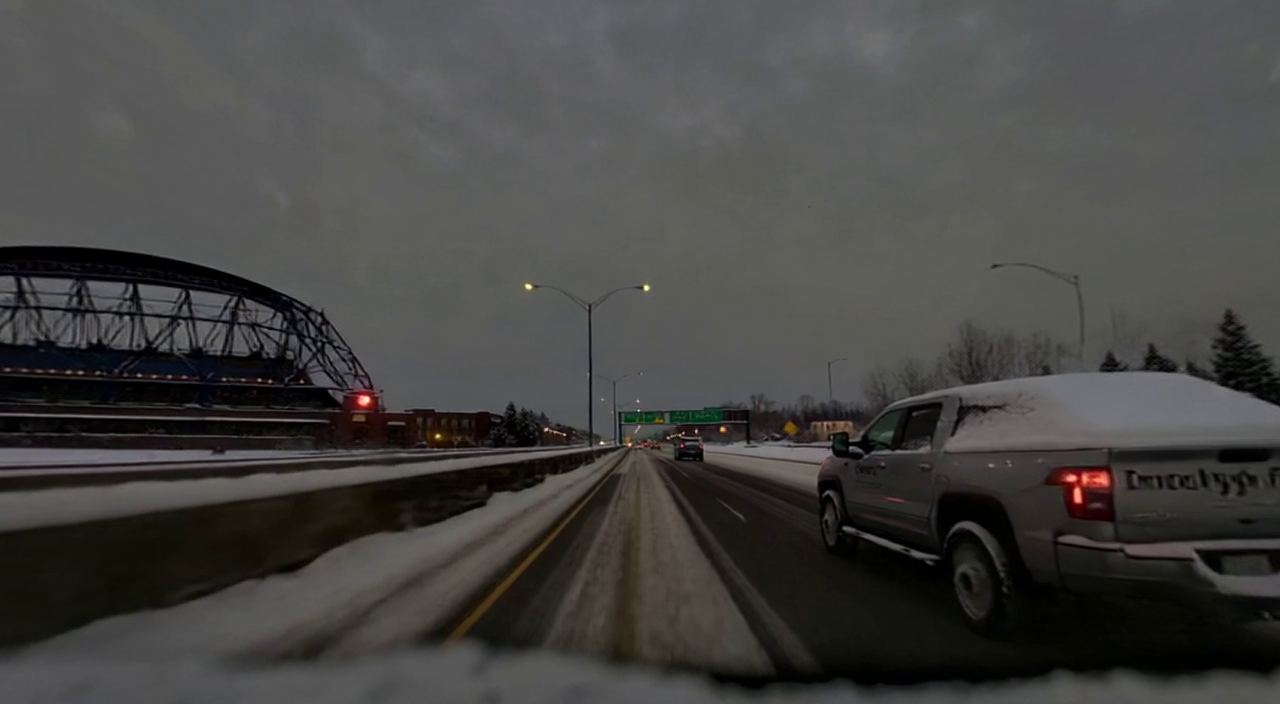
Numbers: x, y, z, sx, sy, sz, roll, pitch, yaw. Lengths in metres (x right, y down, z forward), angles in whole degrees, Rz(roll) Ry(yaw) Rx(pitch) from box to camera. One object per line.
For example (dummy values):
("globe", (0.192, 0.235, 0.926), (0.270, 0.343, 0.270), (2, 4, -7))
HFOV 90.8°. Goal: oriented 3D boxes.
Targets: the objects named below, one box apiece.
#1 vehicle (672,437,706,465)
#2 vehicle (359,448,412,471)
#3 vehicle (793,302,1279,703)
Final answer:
("vehicle", (3.324, 6.771, 43.394), (1.973, 1.774, 4.092), (0, -9, -1))
("vehicle", (-18.293, 7.723, 45.619), (1.962, 1.492, 4.570), (0, -8, -1))
("vehicle", (3.078, 1.107, 5.433), (2.199, 2.002, 4.970), (0, -8, -1))
